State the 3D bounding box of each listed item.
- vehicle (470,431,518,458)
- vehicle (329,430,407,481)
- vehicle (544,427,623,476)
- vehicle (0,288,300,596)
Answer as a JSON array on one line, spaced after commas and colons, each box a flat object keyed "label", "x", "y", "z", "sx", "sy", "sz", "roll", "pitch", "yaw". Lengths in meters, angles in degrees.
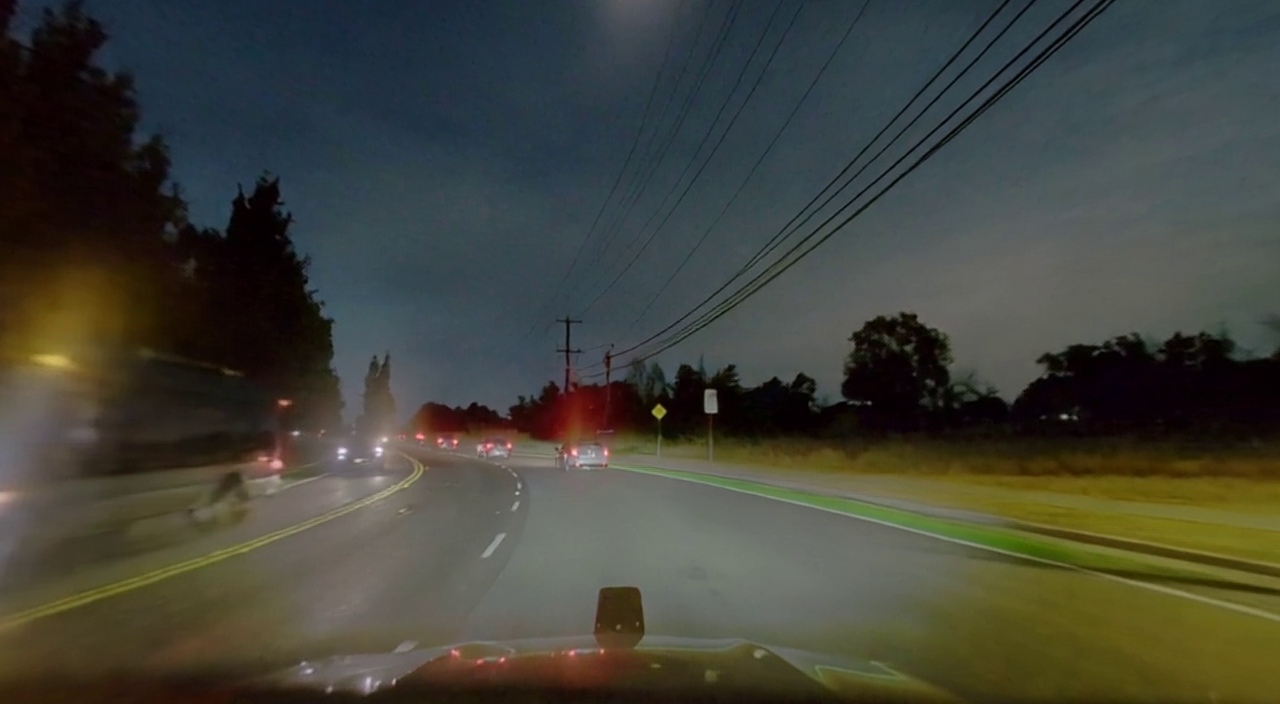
[{"label": "vehicle", "x": -10.035, "y": 6.314, "z": 43.085, "sx": 2.075, "sy": 1.699, "sz": 4.520, "roll": 4, "pitch": -10, "yaw": -27}, {"label": "vehicle", "x": -10.017, "y": 3.830, "z": 23.591, "sx": 2.000, "sy": 1.683, "sz": 4.115, "roll": 2, "pitch": -9, "yaw": -14}, {"label": "vehicle", "x": -2.414, "y": 4.016, "z": 25.578, "sx": 2.140, "sy": 1.767, "sz": 4.720, "roll": 3, "pitch": -9, "yaw": -18}, {"label": "vehicle", "x": -7.608, "y": 1.308, "z": 8.947, "sx": 2.413, "sy": 2.872, "sz": 6.823, "roll": 1, "pitch": -9, "yaw": -7}]
